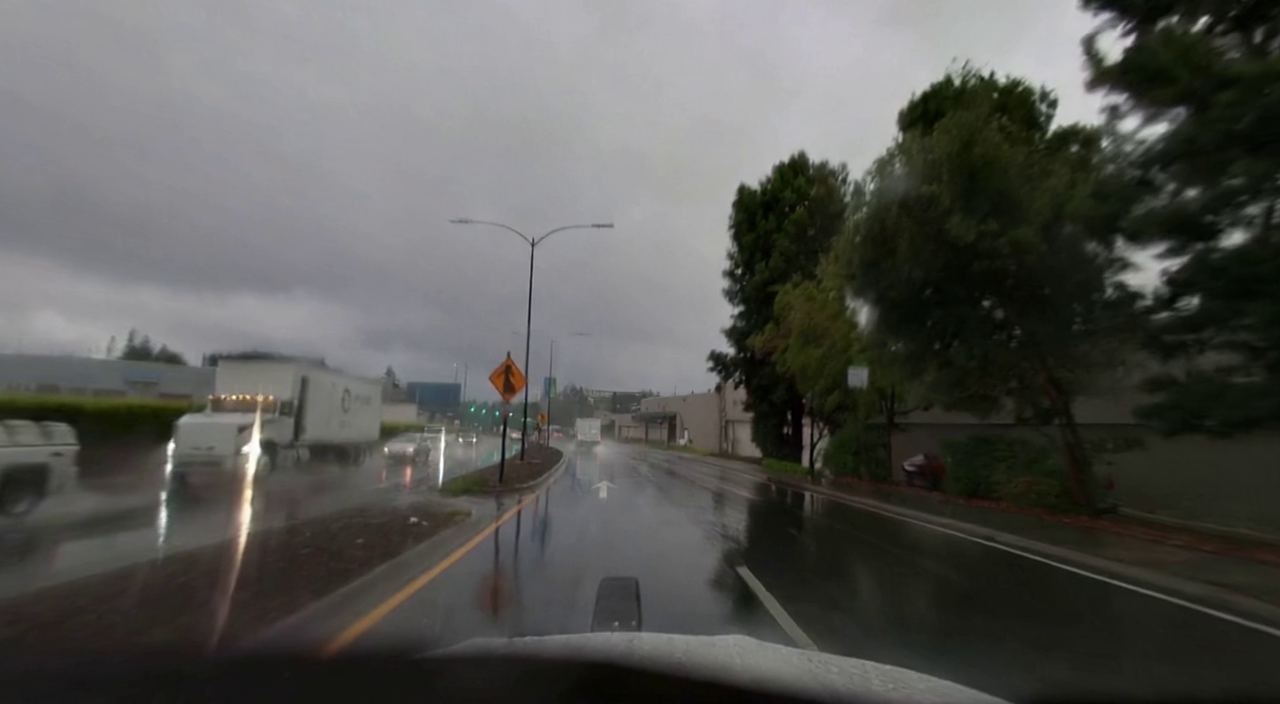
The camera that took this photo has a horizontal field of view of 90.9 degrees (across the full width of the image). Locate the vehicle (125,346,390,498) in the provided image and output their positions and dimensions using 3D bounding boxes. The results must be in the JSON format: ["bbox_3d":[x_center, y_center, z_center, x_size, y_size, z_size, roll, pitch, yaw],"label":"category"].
[{"bbox_3d":[-10.900,2.295,19.725,3.012,3.547,9.604,1,-8,-5],"label":"vehicle"}]

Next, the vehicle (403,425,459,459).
[{"bbox_3d":[-12.681,5.504,38.624,2.198,1.916,5.296,1,-8,-7],"label":"vehicle"}]

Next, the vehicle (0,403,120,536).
[{"bbox_3d":[-9.874,1.540,8.105,2.257,1.797,4.887,0,-8,-1],"label":"vehicle"}]

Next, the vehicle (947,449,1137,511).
[{"bbox_3d":[11.961,3.814,19.012,4.495,1.476,1.773,2,-8,5],"label":"vehicle"}]

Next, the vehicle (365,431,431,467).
[{"bbox_3d":[-11.785,4.748,30.991,1.926,1.610,4.079,1,-8,-5],"label":"vehicle"}]

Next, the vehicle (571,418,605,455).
[{"bbox_3d":[-4.160,6.706,49.957,2.276,2.706,5.232,1,-8,-8],"label":"vehicle"}]
